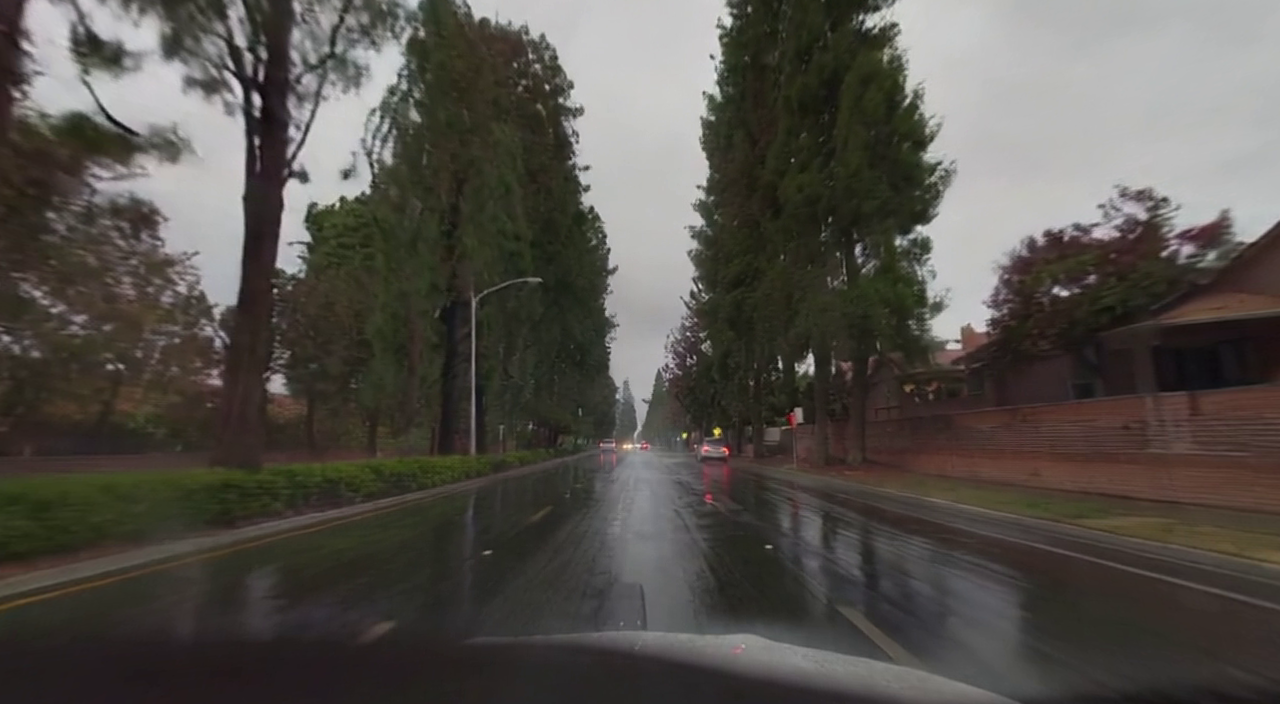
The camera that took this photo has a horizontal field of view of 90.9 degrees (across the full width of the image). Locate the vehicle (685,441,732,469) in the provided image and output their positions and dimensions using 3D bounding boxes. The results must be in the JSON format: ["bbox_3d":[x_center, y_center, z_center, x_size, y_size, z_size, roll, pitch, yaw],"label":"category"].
[{"bbox_3d":[4.044,6.183,37.980,2.237,1.578,4.621,0,-8,-1],"label":"vehicle"}]
